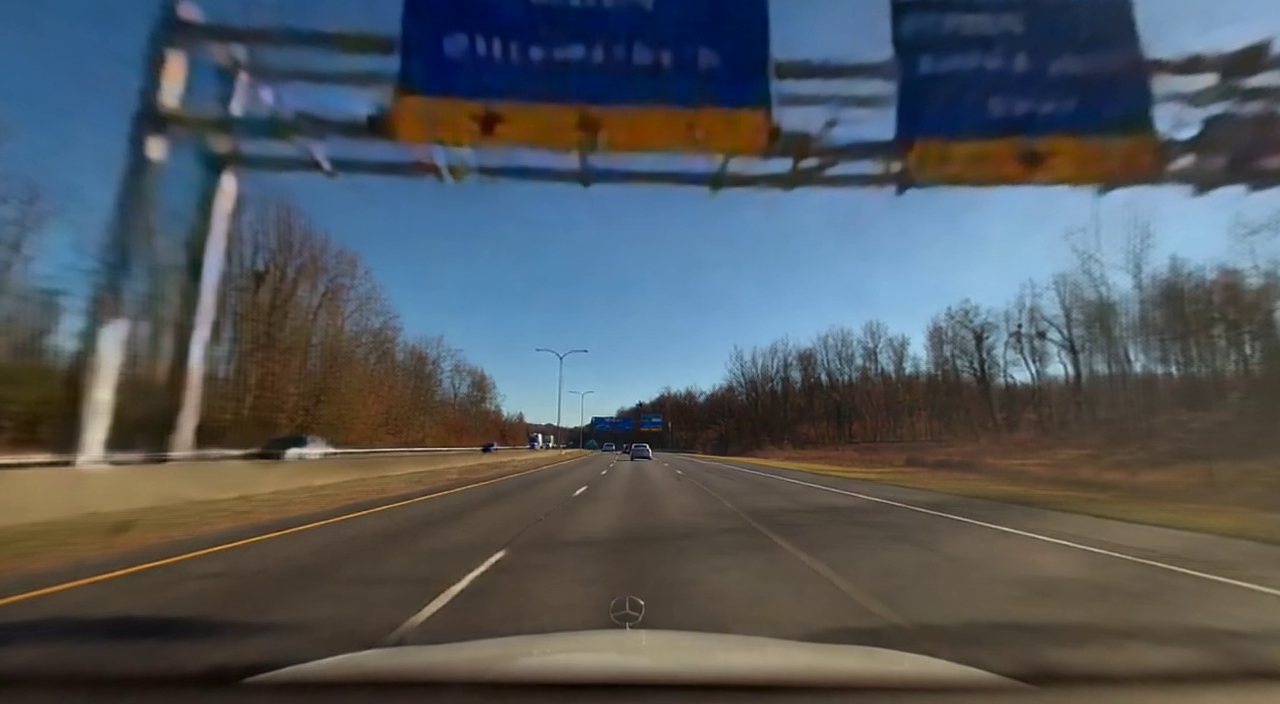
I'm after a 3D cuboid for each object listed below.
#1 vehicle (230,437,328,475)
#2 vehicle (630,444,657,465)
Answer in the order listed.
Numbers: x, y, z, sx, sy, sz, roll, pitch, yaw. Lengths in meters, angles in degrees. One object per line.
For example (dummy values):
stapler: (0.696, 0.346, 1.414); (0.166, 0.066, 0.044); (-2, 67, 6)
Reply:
vehicle: (-16.896, 4.886, 29.667); (1.951, 1.640, 4.508); (0, -9, 0)
vehicle: (0.253, 7.412, 45.613); (1.859, 1.478, 3.799); (0, -9, 0)
